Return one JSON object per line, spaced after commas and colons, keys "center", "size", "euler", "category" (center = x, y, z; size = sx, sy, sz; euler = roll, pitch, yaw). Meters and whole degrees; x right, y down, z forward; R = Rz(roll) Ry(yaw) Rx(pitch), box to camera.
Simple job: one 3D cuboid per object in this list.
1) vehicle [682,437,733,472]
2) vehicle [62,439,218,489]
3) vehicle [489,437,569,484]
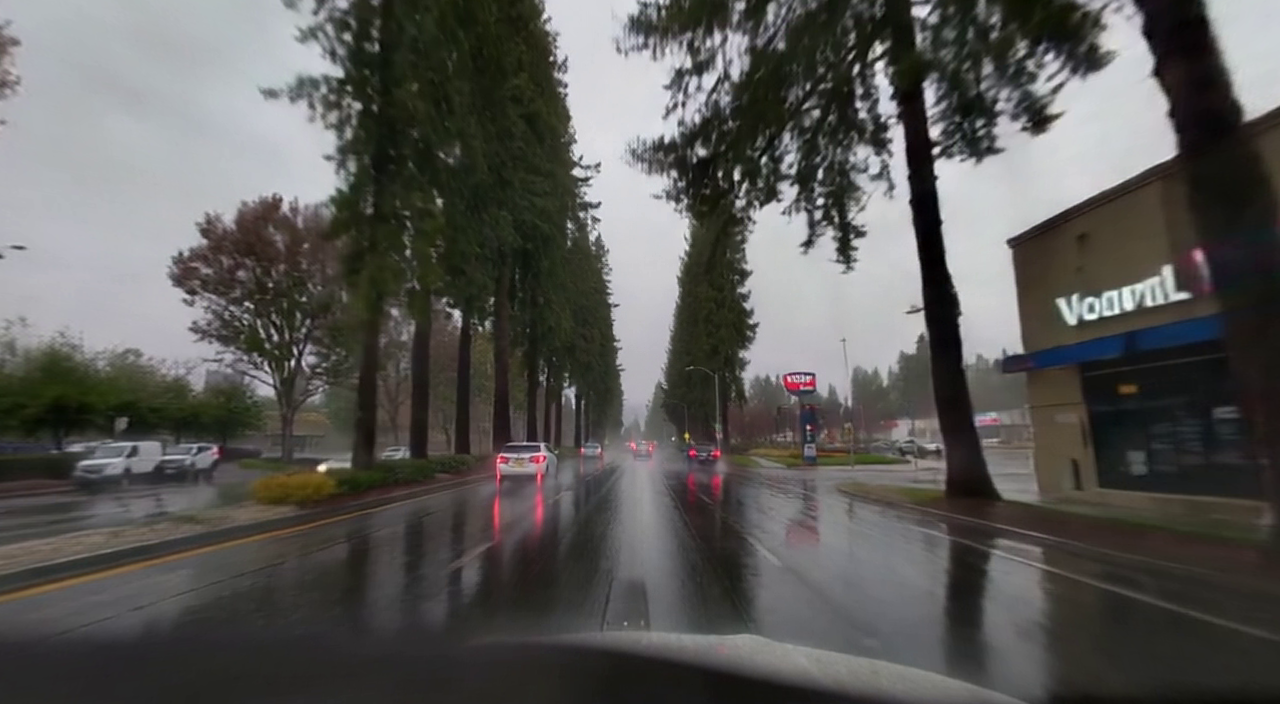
{"center": [3.158, 4.869, 30.139], "size": [1.922, 1.579, 3.642], "euler": [0, -8, -2], "category": "vehicle"}
{"center": [-22.897, 5.098, 29.311], "size": [2.235, 2.061, 5.936], "euler": [0, -8, 2], "category": "vehicle"}
{"center": [-3.774, 3.765, 22.233], "size": [1.908, 1.481, 4.536], "euler": [0, -8, 1], "category": "vehicle"}
